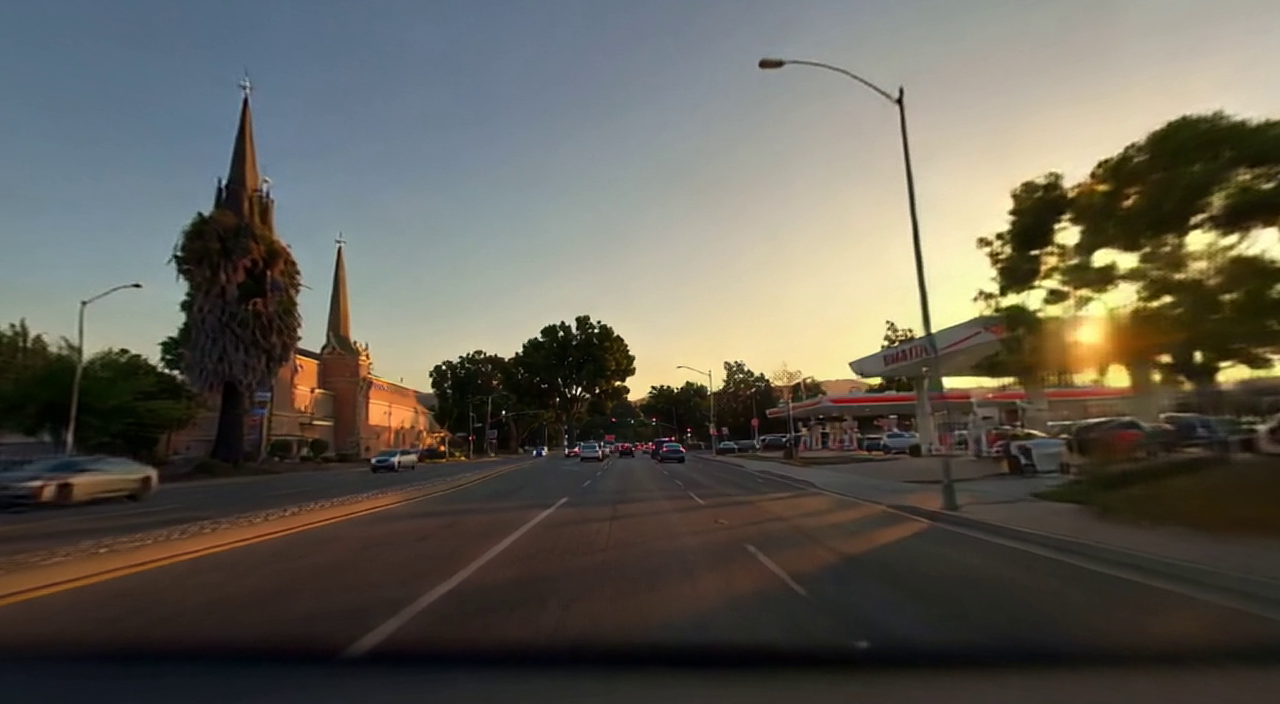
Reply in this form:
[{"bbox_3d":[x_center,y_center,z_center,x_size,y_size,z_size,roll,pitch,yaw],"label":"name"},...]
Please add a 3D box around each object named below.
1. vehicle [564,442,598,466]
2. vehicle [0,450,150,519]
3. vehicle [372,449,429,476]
[{"bbox_3d":[-4.227,7.388,46.056,2.040,1.661,4.573,0,-8,0],"label":"vehicle"},{"bbox_3d":[-18.033,4.000,19.390,2.129,1.797,4.866,-4,-8,0],"label":"vehicle"},{"bbox_3d":[-15.096,6.940,40.013,1.939,1.594,4.284,0,-8,0],"label":"vehicle"}]
